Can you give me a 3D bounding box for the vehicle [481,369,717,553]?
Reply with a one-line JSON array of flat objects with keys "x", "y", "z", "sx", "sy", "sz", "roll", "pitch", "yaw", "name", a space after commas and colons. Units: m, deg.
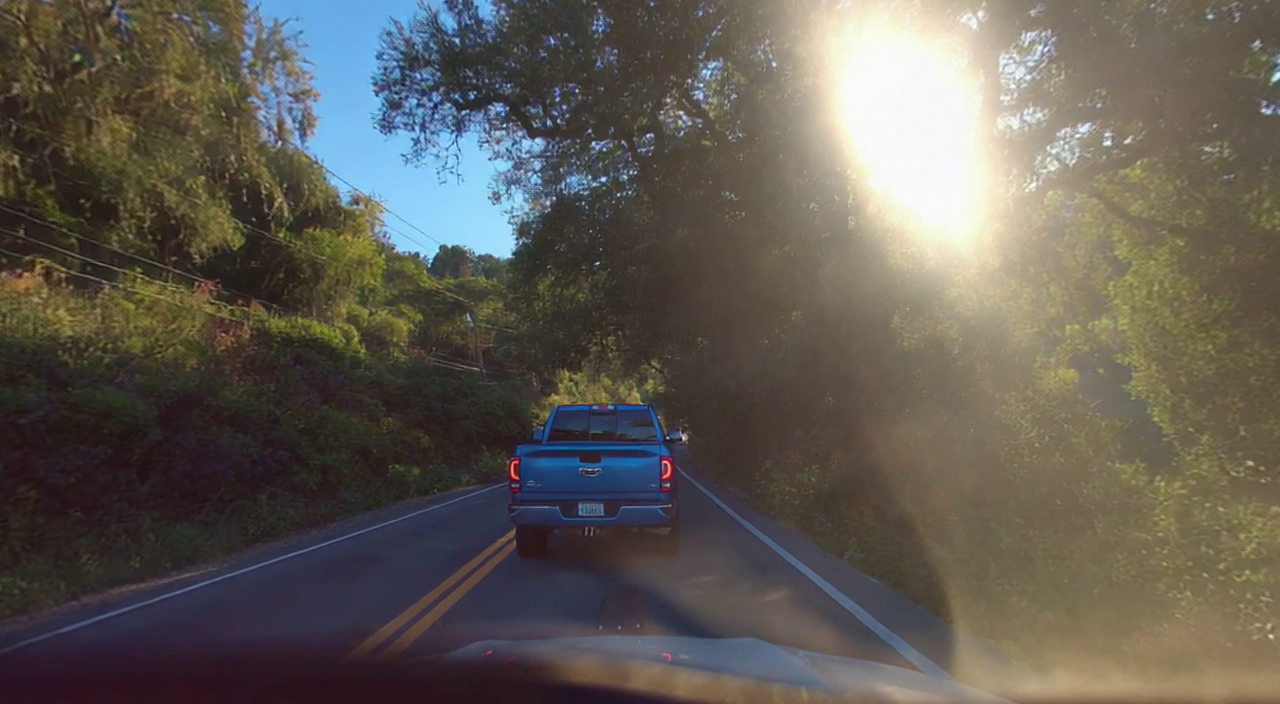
[{"x": -0.526, "y": 1.749, "z": 10.688, "sx": 2.837, "sy": 2.223, "sz": 5.885, "roll": 0, "pitch": -8, "yaw": -1, "name": "vehicle"}]
